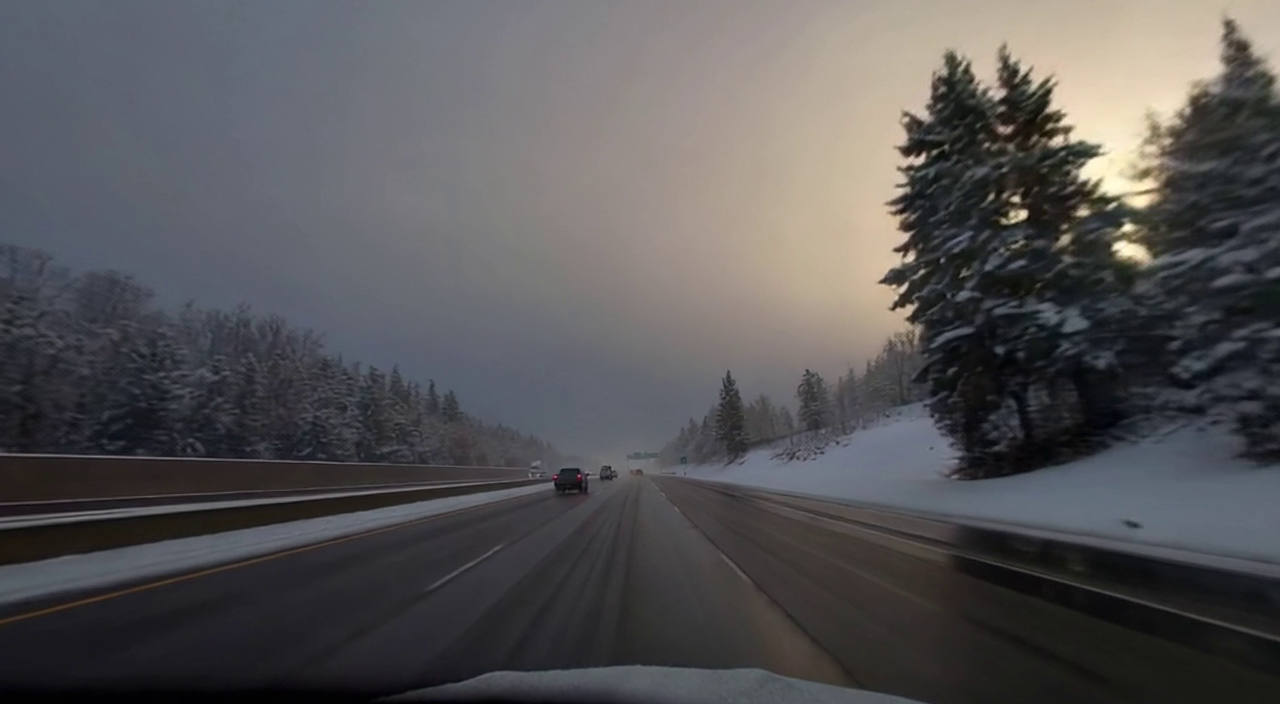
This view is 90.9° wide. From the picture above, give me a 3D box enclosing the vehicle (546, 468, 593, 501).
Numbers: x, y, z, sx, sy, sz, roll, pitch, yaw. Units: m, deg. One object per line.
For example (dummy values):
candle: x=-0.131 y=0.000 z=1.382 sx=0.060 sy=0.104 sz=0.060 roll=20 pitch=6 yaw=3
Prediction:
vehicle: x=-3.429 y=6.533 z=31.290 sx=1.863 sy=1.486 sz=3.852 roll=1 pitch=-10 yaw=0
